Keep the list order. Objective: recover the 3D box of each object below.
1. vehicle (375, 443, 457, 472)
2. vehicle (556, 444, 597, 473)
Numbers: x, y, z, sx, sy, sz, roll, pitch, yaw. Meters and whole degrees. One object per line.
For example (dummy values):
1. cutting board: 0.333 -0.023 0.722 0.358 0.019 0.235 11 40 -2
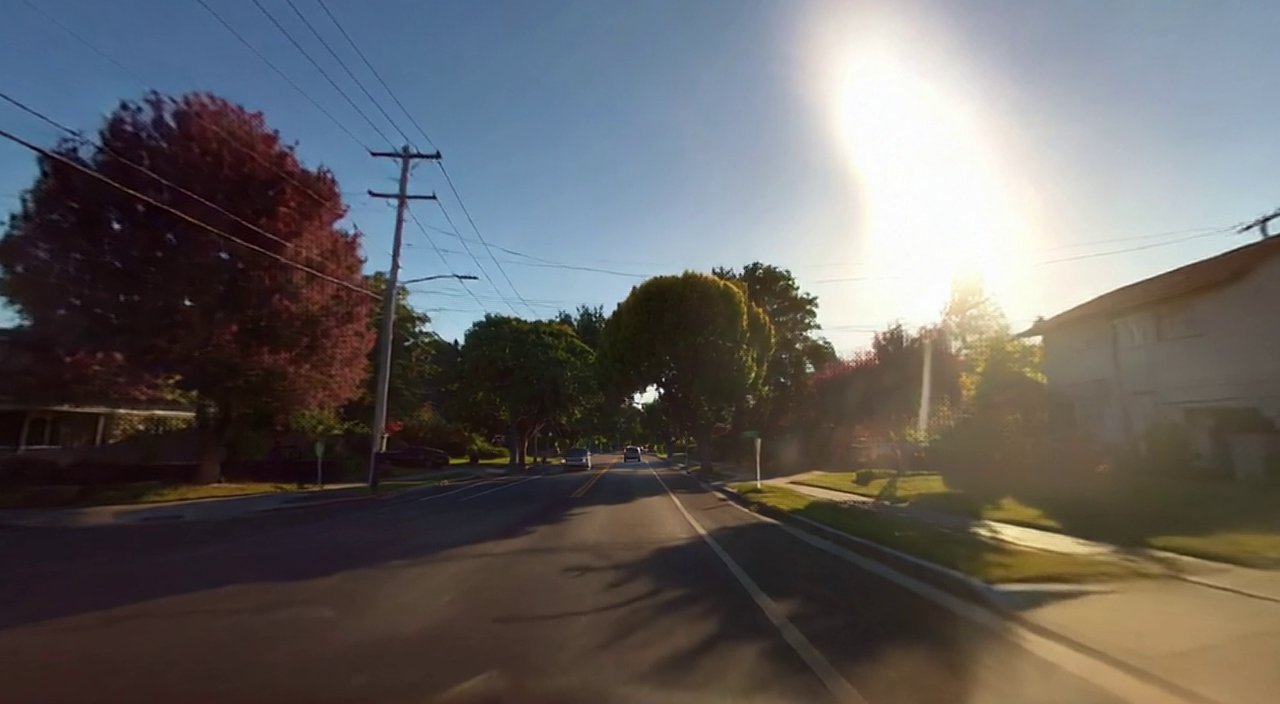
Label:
1. vehicle: -14.861 7.013 42.113 4.662 1.832 2.063 1 -9 -5
2. vehicle: -4.059 6.912 41.170 2.145 1.762 4.960 0 -9 0
